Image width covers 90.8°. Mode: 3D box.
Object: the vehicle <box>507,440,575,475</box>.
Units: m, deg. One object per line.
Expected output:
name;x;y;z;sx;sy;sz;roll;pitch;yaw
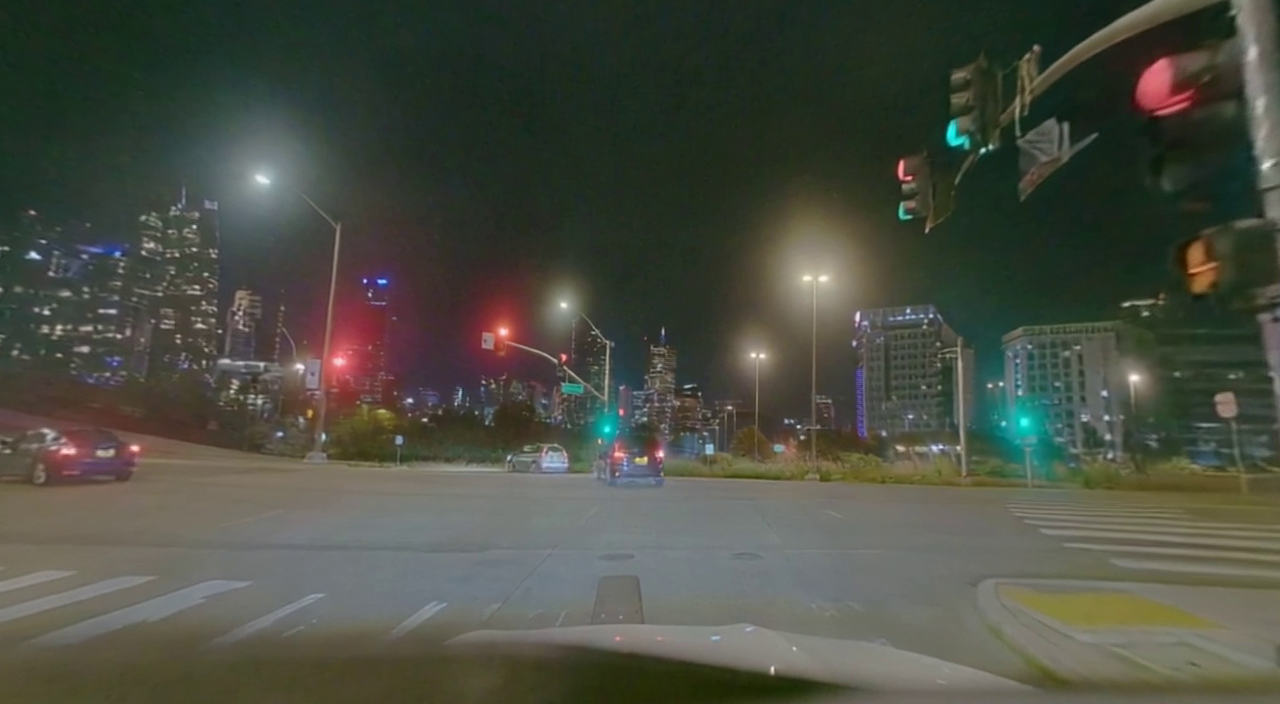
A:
vehicle;-4.987;5.221;31.529;2.007;1.605;3.852;5;-9;-31

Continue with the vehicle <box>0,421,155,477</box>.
vehicle;-18.437;3.060;20.144;5.413;1.572;2.325;-4;-9;24

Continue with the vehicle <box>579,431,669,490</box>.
vehicle;-0.596;3.137;18.611;2.048;1.516;3.874;1;-8;-11
